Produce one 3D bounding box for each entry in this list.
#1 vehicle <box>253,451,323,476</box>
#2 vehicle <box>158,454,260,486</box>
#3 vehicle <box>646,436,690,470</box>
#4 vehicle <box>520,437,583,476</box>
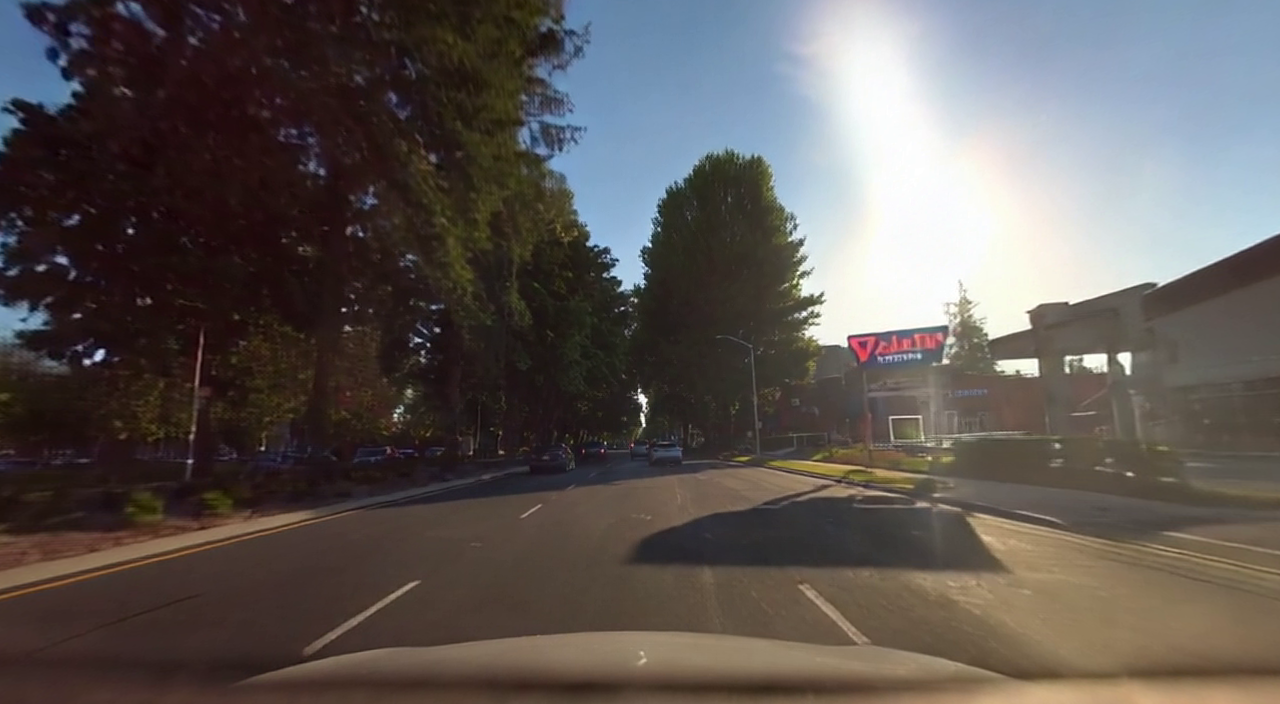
[{"bbox_3d":[-22.821,7.234,41.079,1.905,1.483,4.479,0,-8,0],"label":"vehicle"},{"bbox_3d":[-22.757,6.220,33.562,1.862,1.506,4.983,1,-9,1],"label":"vehicle"},{"bbox_3d":[1.301,4.932,30.889,1.922,1.579,3.642,0,-8,-1],"label":"vehicle"},{"bbox_3d":[-3.617,4.365,26.579,1.908,1.481,4.536,0,-8,1],"label":"vehicle"}]
